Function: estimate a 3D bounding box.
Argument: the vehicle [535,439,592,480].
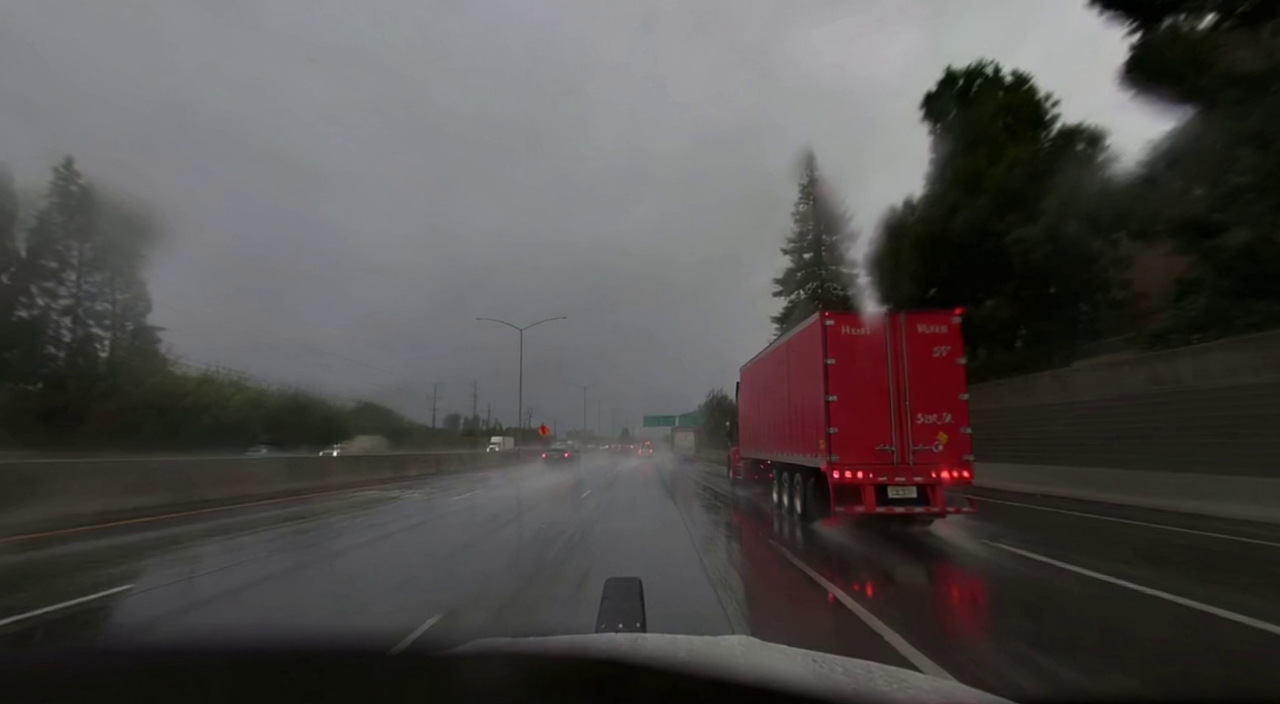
[{"bbox_3d":[-3.326,4.783,28.226,2.000,1.658,4.155,0,-9,1],"label":"vehicle"}]

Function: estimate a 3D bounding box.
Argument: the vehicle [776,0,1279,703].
[{"bbox_3d":[3.817,-0.150,3.119,2.906,4.117,15.806,0,-9,0],"label":"vehicle"}]
